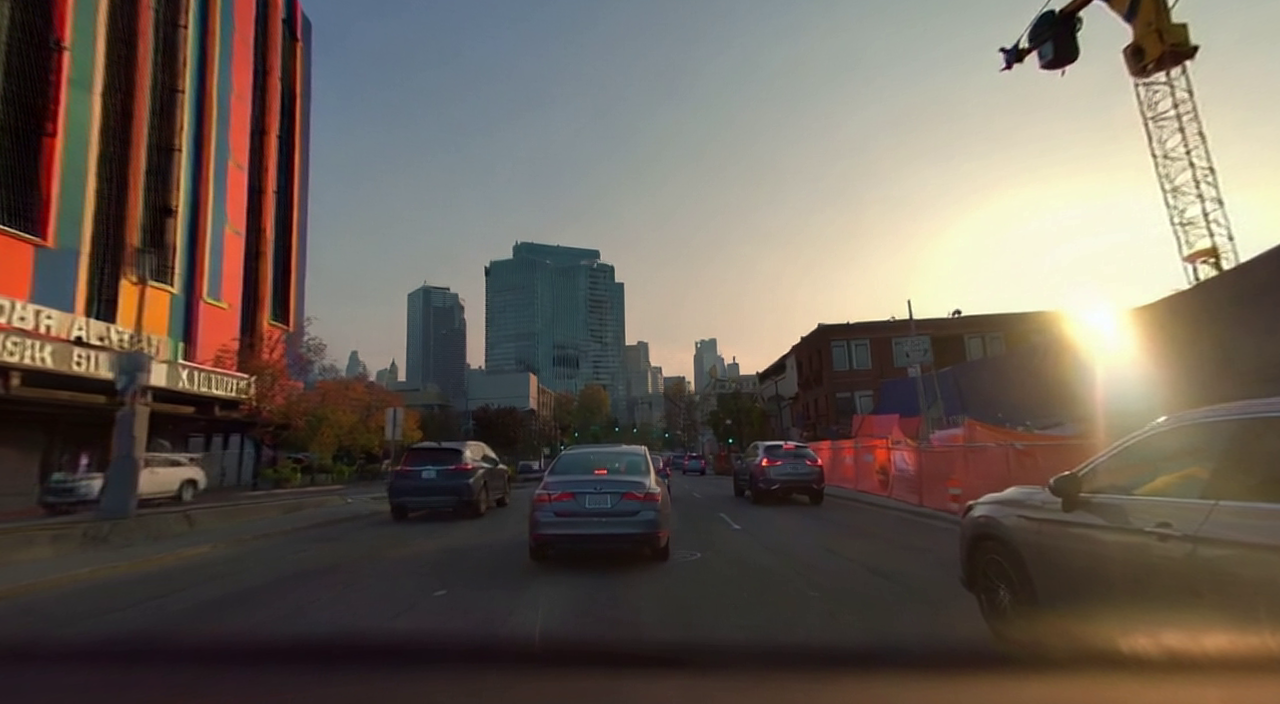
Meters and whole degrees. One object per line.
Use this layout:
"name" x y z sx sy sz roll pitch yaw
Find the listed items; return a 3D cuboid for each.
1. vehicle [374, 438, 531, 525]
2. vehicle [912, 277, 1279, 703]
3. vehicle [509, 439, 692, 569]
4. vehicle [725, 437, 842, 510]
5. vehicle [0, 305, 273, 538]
"vehicle" -4.089 2.885 14.707 2.201 1.691 4.305 0 -9 2
"vehicle" 3.429 0.784 2.761 2.182 1.954 5.341 0 -9 1
"vehicle" -0.432 2.092 9.524 2.131 1.496 4.193 0 -8 1
"vehicle" 3.956 3.430 18.385 2.185 1.797 4.934 0 -9 -1
"vehicle" -9.116 1.310 11.469 2.592 3.548 3.414 -2 -9 3
